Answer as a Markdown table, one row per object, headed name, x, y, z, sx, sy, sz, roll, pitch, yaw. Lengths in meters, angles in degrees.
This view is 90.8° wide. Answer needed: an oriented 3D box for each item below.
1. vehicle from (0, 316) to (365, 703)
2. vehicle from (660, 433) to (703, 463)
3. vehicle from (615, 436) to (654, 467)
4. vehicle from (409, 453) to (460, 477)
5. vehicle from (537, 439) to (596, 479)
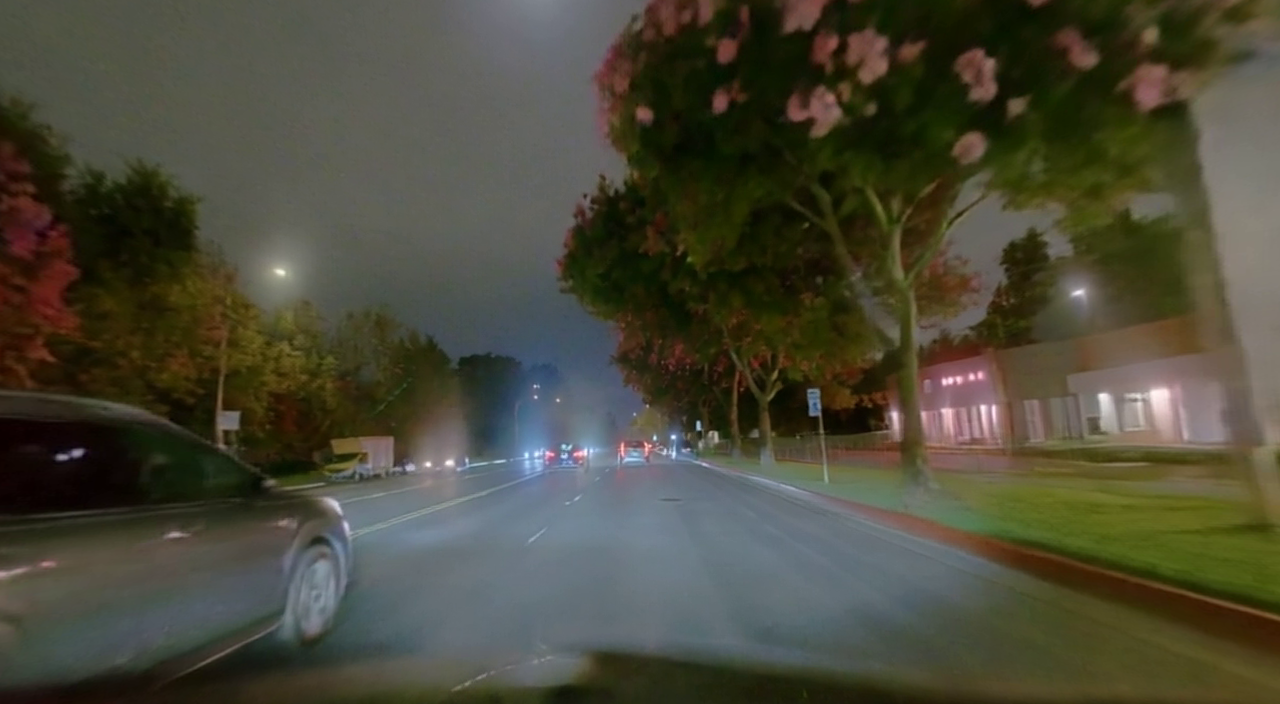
| name | x | y | z | sx | sy | sz | roll | pitch | yaw |
| --- | --- | --- | --- | --- | --- | --- | --- | --- | --- |
| vehicle | -3.164 | 0.789 | 2.110 | 2.257 | 1.751 | 5.028 | 0 | -9 | -1 |
| vehicle | 3.009 | 7.142 | 47.001 | 2.653 | 2.058 | 5.096 | 0 | -9 | -2 |
| vehicle | -0.386 | 6.367 | 40.553 | 2.376 | 1.801 | 4.317 | 0 | -8 | -1 |
| vehicle | -13.216 | 7.276 | 40.867 | 1.867 | 1.436 | 4.300 | 0 | -8 | 0 |
| vehicle | -3.179 | 4.749 | 28.241 | 2.167 | 1.634 | 4.220 | 0 | -8 | 0 |
